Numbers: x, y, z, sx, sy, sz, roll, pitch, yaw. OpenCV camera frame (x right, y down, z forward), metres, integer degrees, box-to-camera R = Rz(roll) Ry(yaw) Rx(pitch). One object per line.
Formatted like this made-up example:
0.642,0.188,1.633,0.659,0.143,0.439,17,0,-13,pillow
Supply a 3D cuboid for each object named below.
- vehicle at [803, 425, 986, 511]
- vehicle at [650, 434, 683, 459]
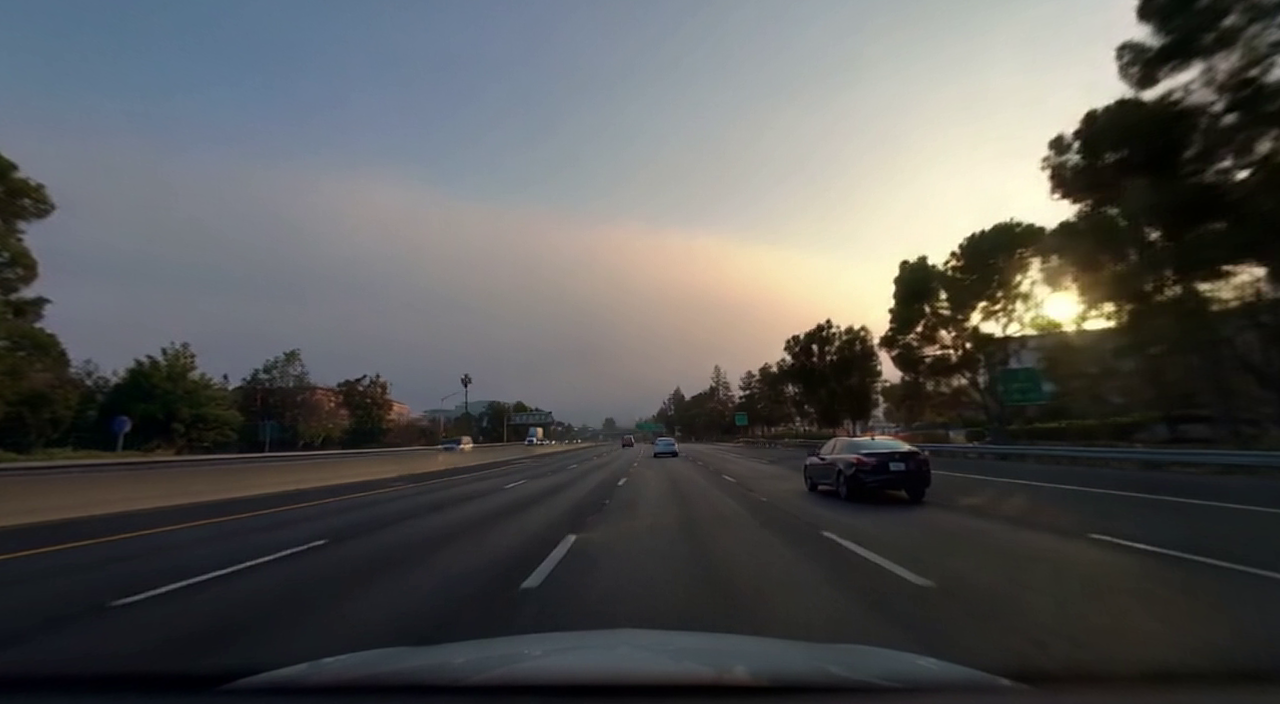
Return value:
5.137,2.426,13.633,2.029,1.528,4.644,0,-9,0,vehicle
1.774,6.568,43.896,2.127,1.692,4.382,0,-9,0,vehicle
